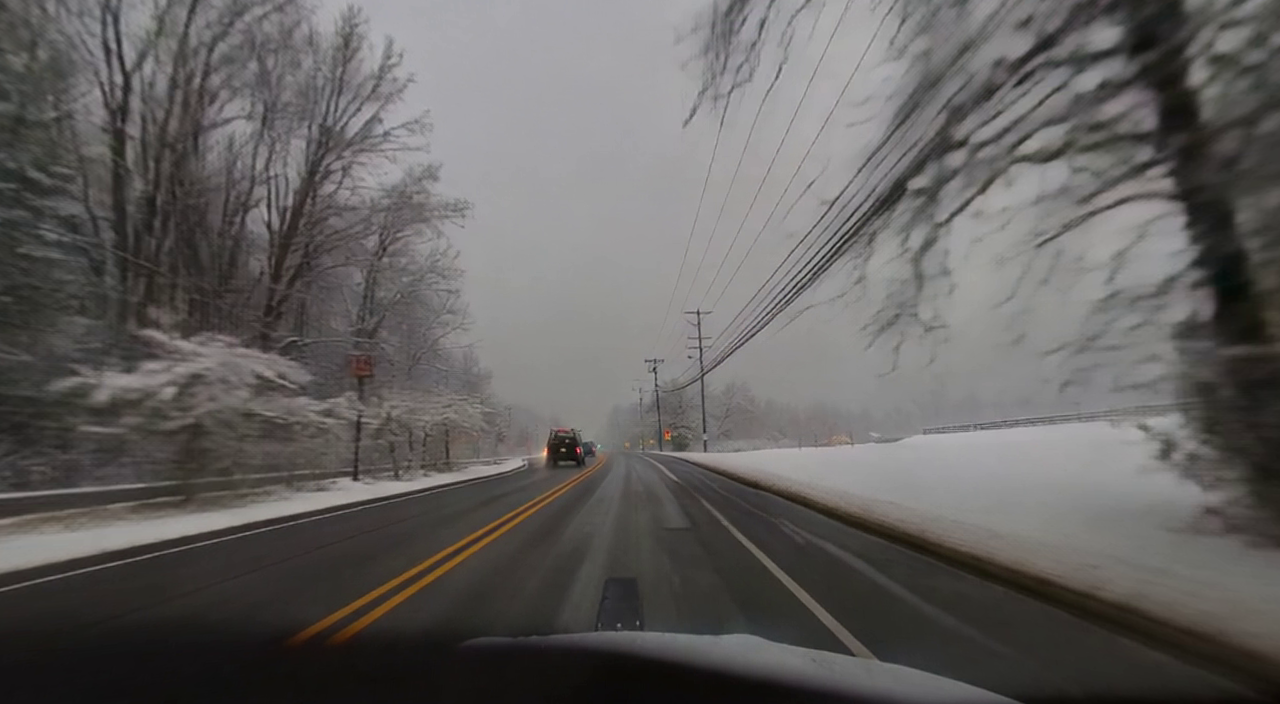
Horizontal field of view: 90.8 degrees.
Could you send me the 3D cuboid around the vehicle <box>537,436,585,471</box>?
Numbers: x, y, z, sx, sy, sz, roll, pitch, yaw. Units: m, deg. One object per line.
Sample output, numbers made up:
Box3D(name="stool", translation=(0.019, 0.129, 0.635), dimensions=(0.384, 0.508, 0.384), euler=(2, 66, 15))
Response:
Box3D(name="vehicle", translation=(-4.566, 5.921, 37.192), dimensions=(2.246, 1.885, 5.275), euler=(0, -8, -1))
